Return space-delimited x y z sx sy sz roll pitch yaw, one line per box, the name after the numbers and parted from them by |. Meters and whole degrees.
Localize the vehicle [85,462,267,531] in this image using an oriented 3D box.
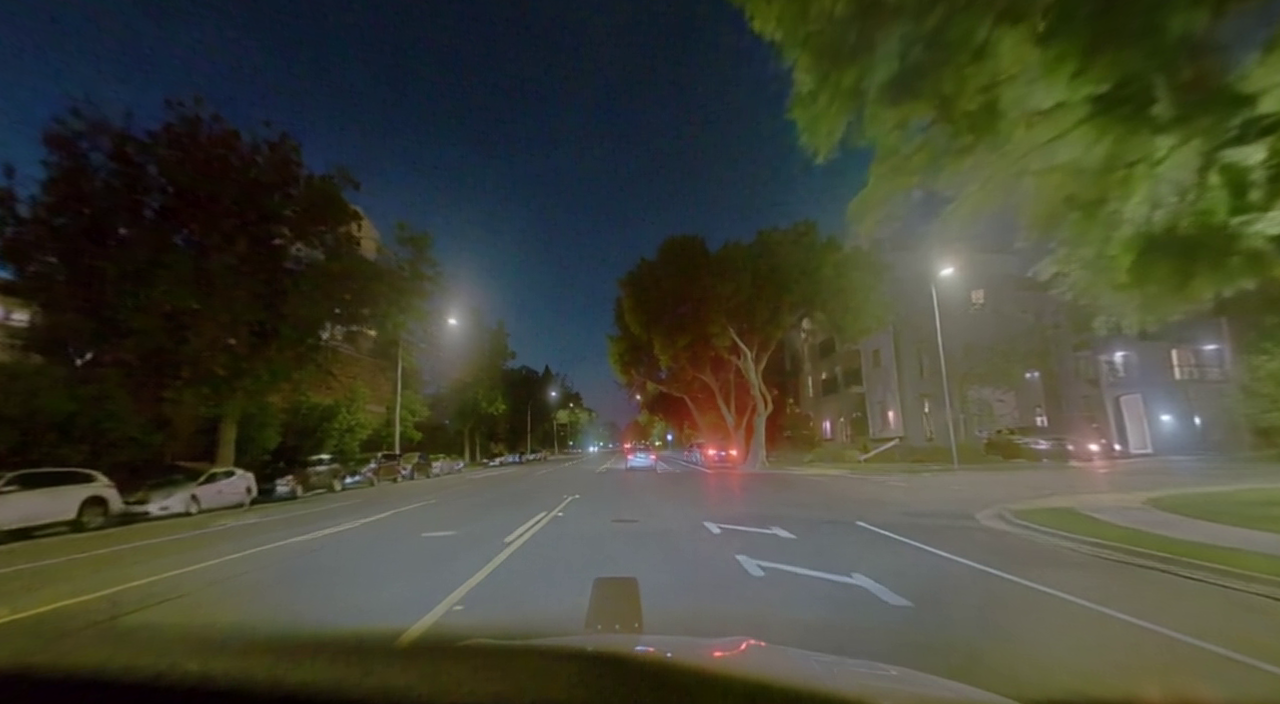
-12.534 3.888 17.488 1.810 1.399 4.285 -4 -9 0 | vehicle

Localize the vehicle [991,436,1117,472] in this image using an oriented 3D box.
18.469 4.569 28.336 4.240 1.560 1.929 0 -9 2 | vehicle

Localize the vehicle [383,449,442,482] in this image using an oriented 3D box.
-12.778 6.357 35.762 1.917 1.739 4.461 0 -9 -3 | vehicle

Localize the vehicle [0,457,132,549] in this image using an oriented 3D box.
-12.289 2.853 11.637 1.905 1.503 5.015 -4 -8 -2 | vehicle

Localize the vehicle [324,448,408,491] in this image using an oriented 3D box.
-12.682 5.416 29.678 1.904 1.805 5.100 0 -9 -3 | vehicle

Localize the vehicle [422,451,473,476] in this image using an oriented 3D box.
-12.623 7.348 41.770 1.835 1.488 4.696 0 -9 1 | vehicle

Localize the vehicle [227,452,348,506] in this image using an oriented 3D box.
-12.749 4.563 23.240 1.938 1.738 4.516 0 -9 -2 | vehicle

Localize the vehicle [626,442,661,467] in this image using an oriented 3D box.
0.165 6.337 39.303 2.022 1.471 3.973 0 -9 -1 | vehicle

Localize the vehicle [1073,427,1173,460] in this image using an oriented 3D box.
26.271 5.004 34.582 1.873 1.686 4.429 0 -9 0 | vehicle

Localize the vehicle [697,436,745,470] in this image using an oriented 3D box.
5.055 6.340 40.096 2.195 2.000 4.789 1 -8 -3 | vehicle
